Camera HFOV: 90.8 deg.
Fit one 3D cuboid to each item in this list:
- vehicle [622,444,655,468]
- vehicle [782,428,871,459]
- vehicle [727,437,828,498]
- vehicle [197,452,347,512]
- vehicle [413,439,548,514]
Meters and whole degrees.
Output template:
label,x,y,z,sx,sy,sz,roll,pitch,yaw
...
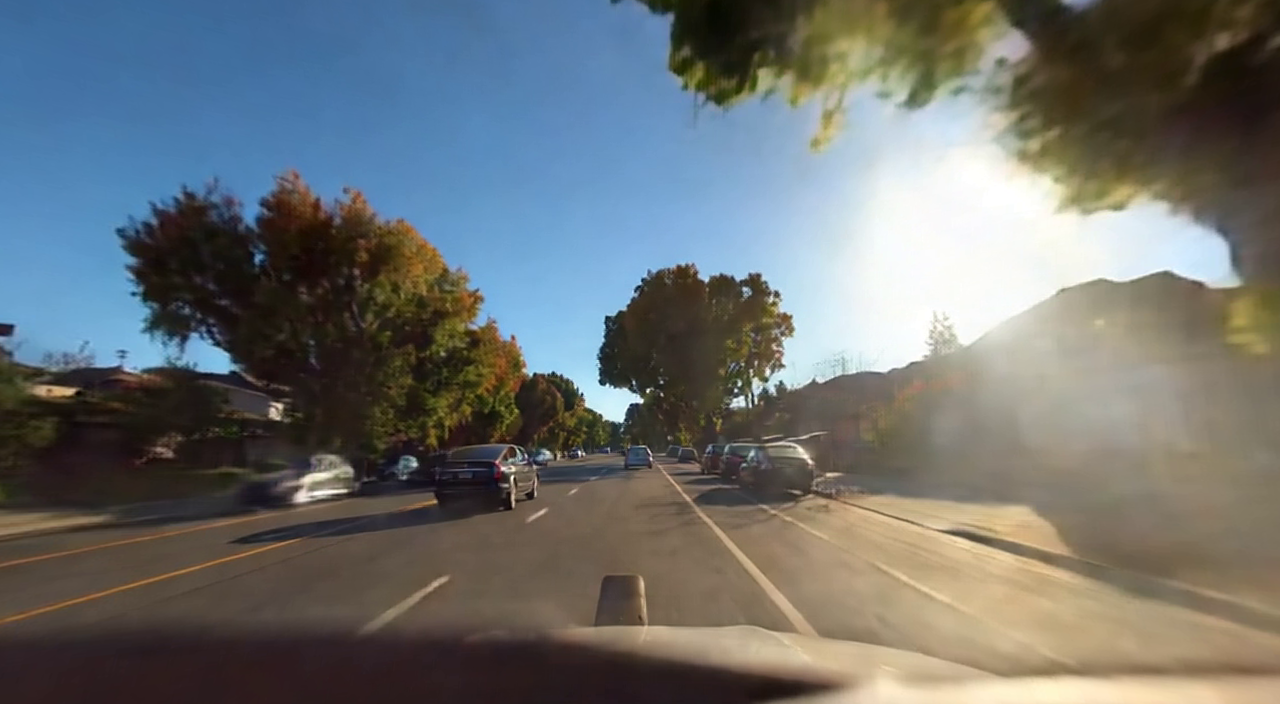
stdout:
label,x,y,z,sx,sy,sz,roll,pitch,yaw
vehicle,-0.093,6.912,42.290,2.088,1.495,4.048,0,-8,0
vehicle,11.553,5.738,39.480,4.923,1.878,1.953,0,-8,2
vehicle,4.223,3.625,20.362,2.045,1.702,4.916,0,-8,-1
vehicle,-10.590,3.721,18.618,1.872,1.502,4.185,0,-8,0
vehicle,-3.524,2.833,14.923,2.027,1.477,4.413,0,-8,0
